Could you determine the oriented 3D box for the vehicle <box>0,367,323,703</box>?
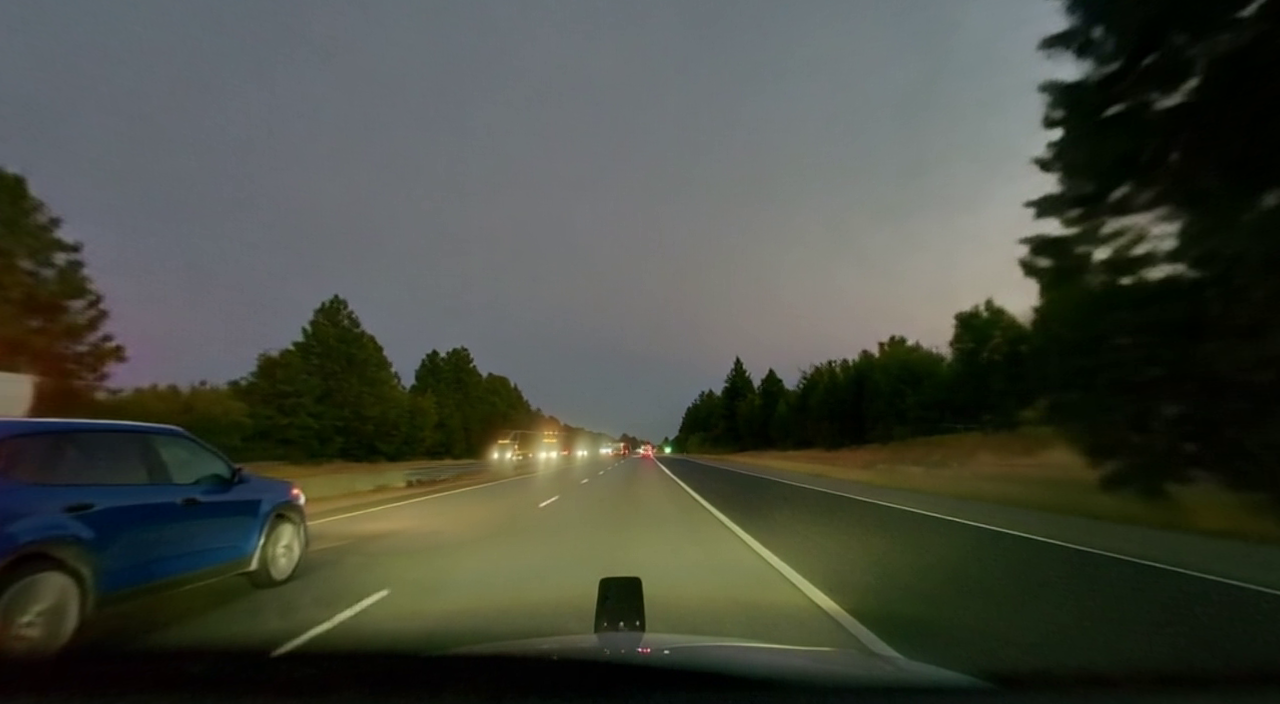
[{"bbox_3d":[-4.340,1.084,4.114,2.110,1.727,4.607,0,-8,0],"label":"vehicle"}]
